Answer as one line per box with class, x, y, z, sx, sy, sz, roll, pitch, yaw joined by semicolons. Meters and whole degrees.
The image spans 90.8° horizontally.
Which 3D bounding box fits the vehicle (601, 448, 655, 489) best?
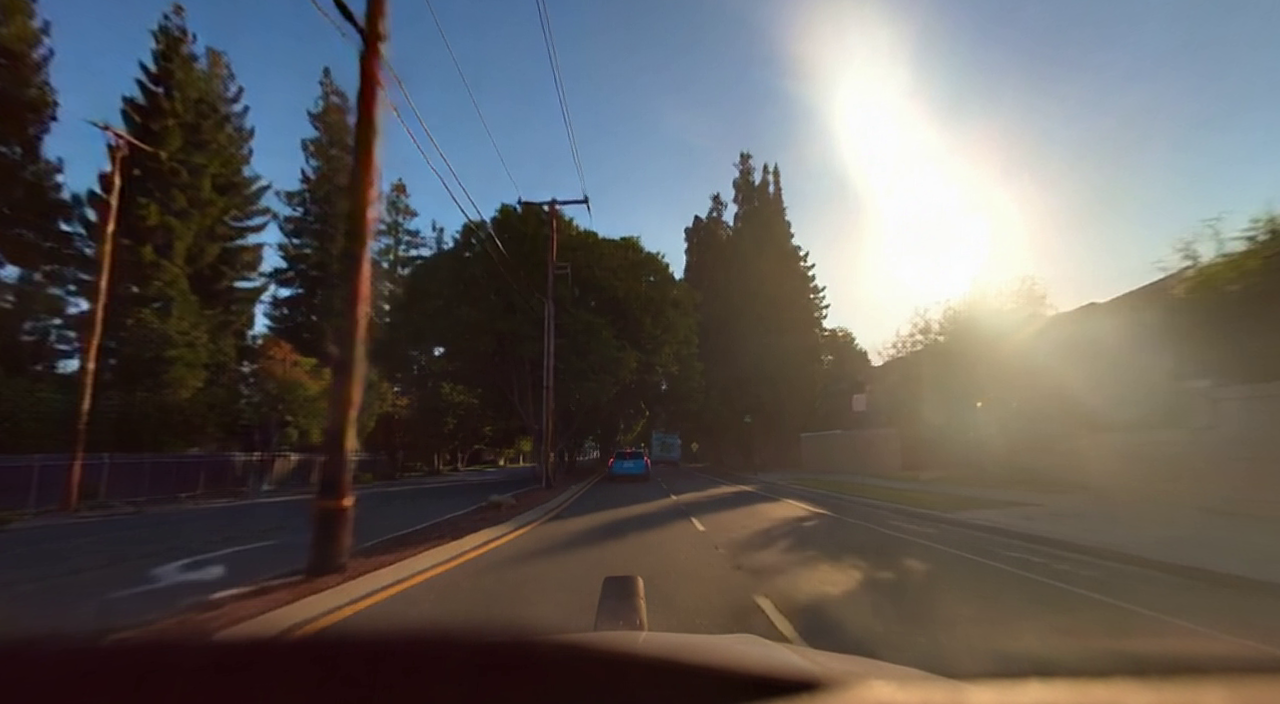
vehicle;-0.465;4.736;26.009;2.018;1.511;3.993;0;-9;0
